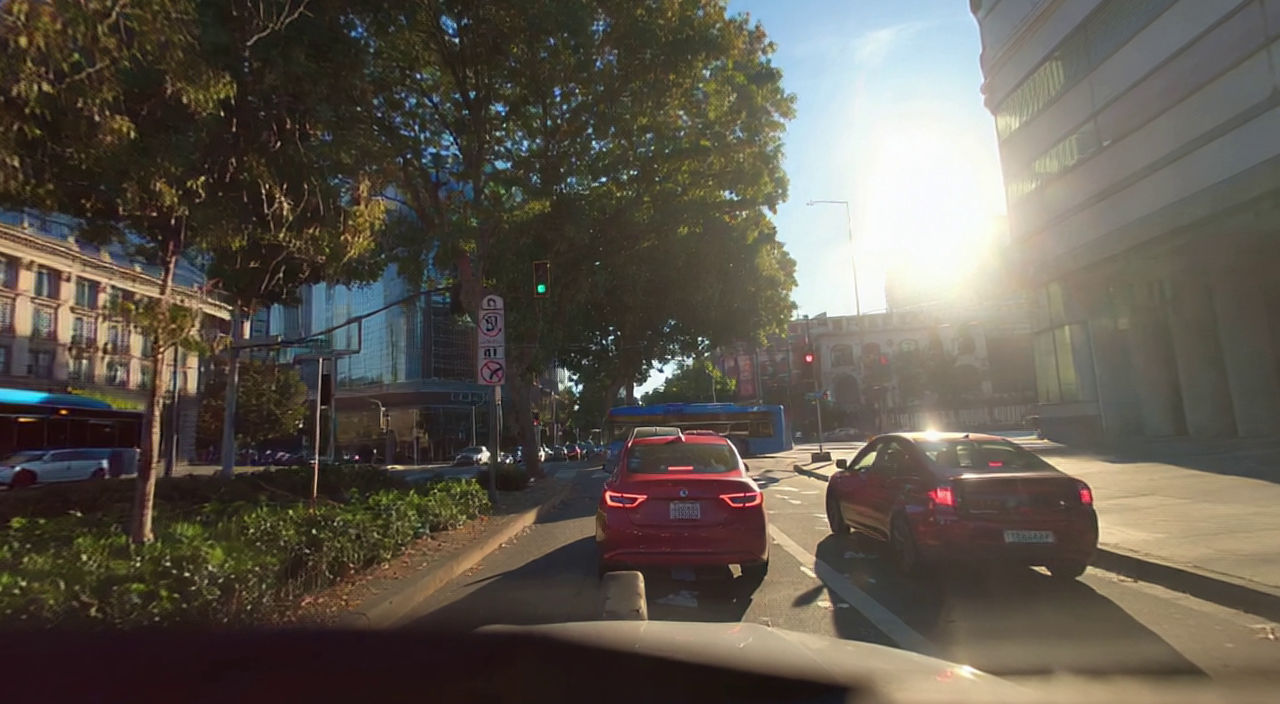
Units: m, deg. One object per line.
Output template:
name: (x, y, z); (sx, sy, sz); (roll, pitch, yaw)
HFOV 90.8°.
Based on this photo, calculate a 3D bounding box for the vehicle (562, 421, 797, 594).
vehicle: (0.374, 1.621, 7.398); (2.006, 1.470, 3.799); (0, -8, 1)

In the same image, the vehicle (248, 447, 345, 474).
vehicle: (-20.308, 6.386, 37.601); (1.883, 1.461, 4.830); (-4, -9, 23)

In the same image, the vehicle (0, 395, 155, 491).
vehicle: (-25.952, 3.648, 25.331); (2.692, 3.685, 10.153); (-3, -9, 20)

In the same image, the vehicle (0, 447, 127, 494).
vehicle: (-22.892, 4.472, 24.189); (1.892, 1.645, 4.561); (-3, -9, 19)
